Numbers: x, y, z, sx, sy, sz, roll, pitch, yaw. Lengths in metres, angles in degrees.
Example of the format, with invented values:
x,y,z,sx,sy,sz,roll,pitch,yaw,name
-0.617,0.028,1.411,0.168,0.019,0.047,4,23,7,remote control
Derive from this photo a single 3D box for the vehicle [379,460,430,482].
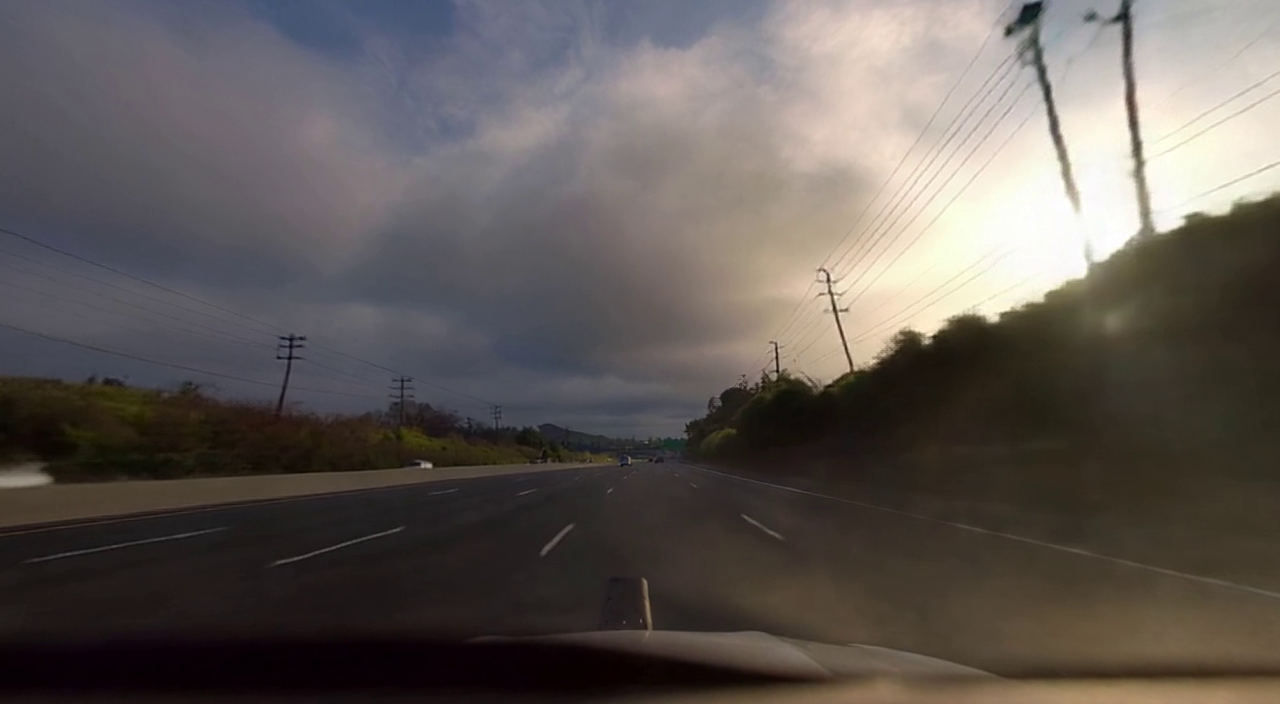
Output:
x,y,z,sx,sy,sz,roll,pitch,yaw,name
-17.440,8.835,46.876,1.897,1.454,4.631,-1,-9,2,vehicle
